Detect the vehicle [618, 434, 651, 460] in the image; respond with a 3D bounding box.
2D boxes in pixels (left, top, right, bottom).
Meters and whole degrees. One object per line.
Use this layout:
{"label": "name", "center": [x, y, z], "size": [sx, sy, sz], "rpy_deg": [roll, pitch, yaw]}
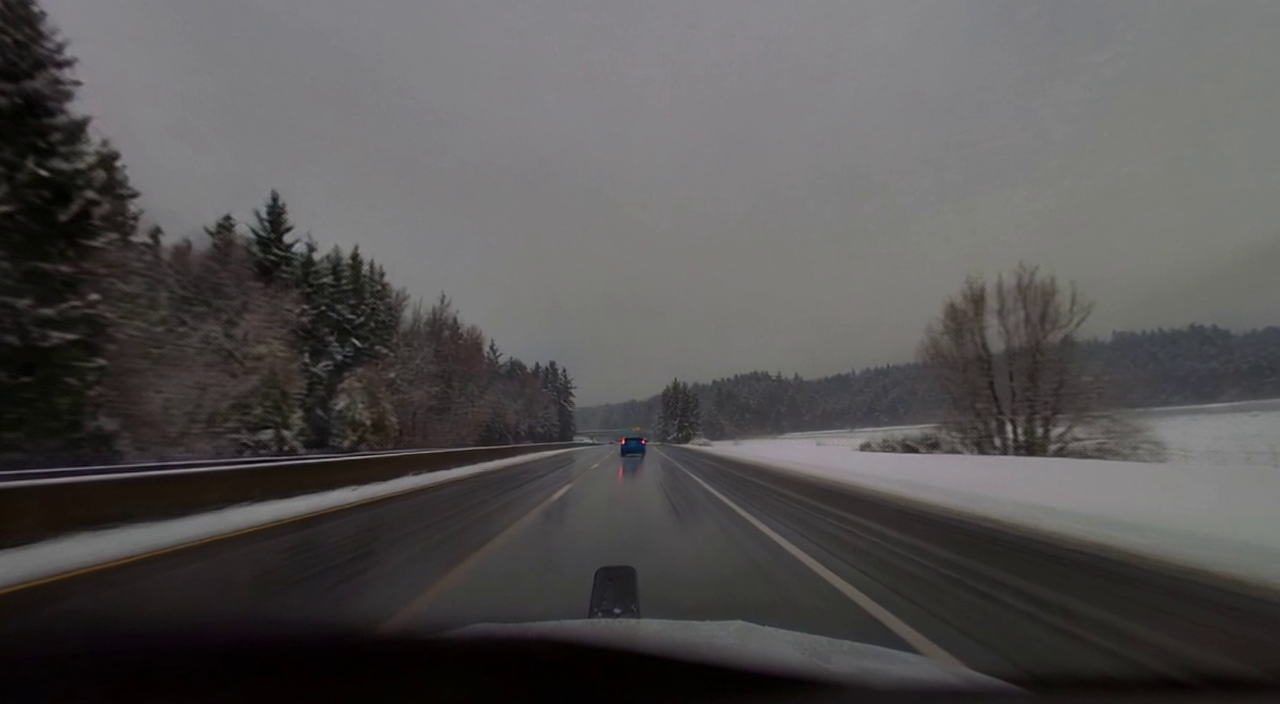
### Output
{"label": "vehicle", "center": [-0.384, 6.448, 43.098], "size": [2.094, 1.653, 4.283], "rpy_deg": [0, -8, -1]}
